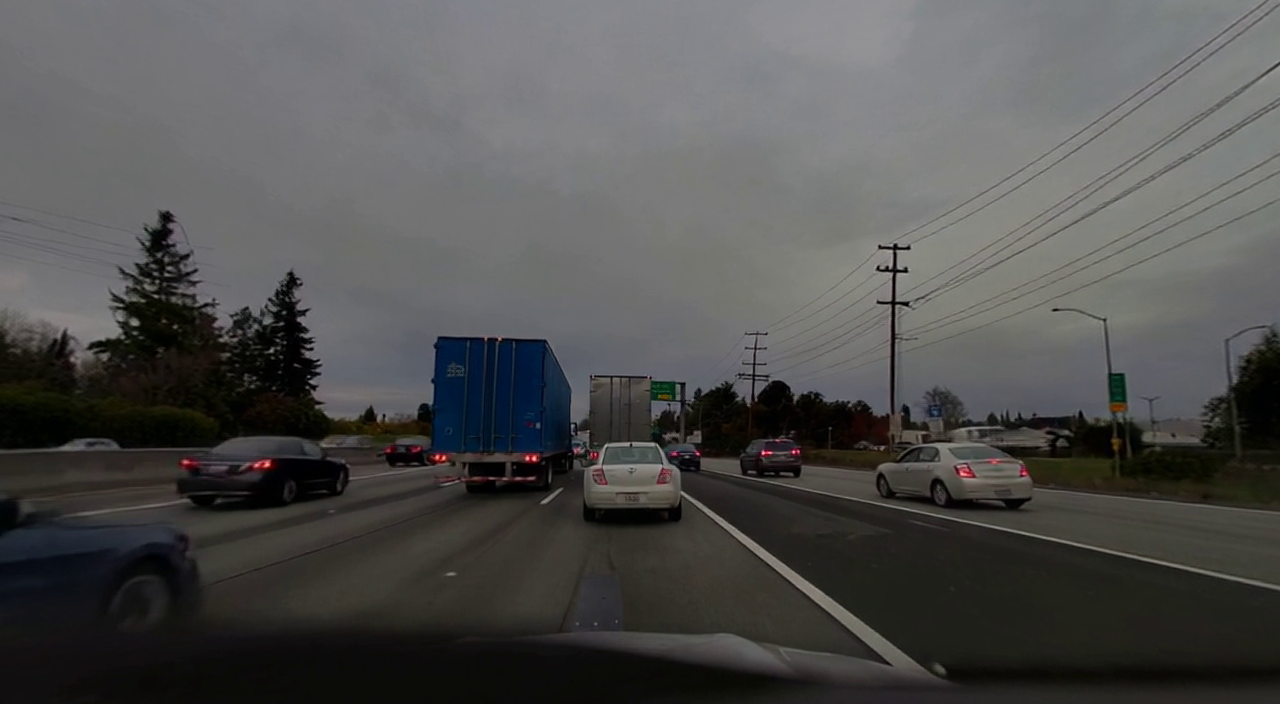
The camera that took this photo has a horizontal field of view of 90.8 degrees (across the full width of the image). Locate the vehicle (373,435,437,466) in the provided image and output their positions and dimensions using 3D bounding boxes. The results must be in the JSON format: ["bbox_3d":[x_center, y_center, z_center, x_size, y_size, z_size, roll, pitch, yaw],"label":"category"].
[{"bbox_3d":[-13.483,5.697,36.629,2.148,1.678,4.851,1,-9,-4],"label":"vehicle"}]

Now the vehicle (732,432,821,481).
[{"bbox_3d":[5.029,3.919,23.931,2.023,1.676,4.002,1,-9,-7],"label":"vehicle"}]

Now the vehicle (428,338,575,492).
[{"bbox_3d":[-4.781,3.100,26.703,3.150,4.298,17.928,0,-9,-3],"label":"vehicle"}]

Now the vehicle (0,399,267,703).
[{"bbox_3d":[-3.631,0.826,1.877,2.090,1.463,4.968,0,-9,-1],"label":"vehicle"}]

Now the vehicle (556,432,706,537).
[{"bbox_3d":[-0.221,2.183,10.998,2.112,1.463,4.012,0,-9,-3],"label":"vehicle"}]

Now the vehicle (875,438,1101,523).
[{"bbox_3d":[6.670,2.475,12.778,1.878,1.406,4.164,1,-9,-6],"label":"vehicle"}]
